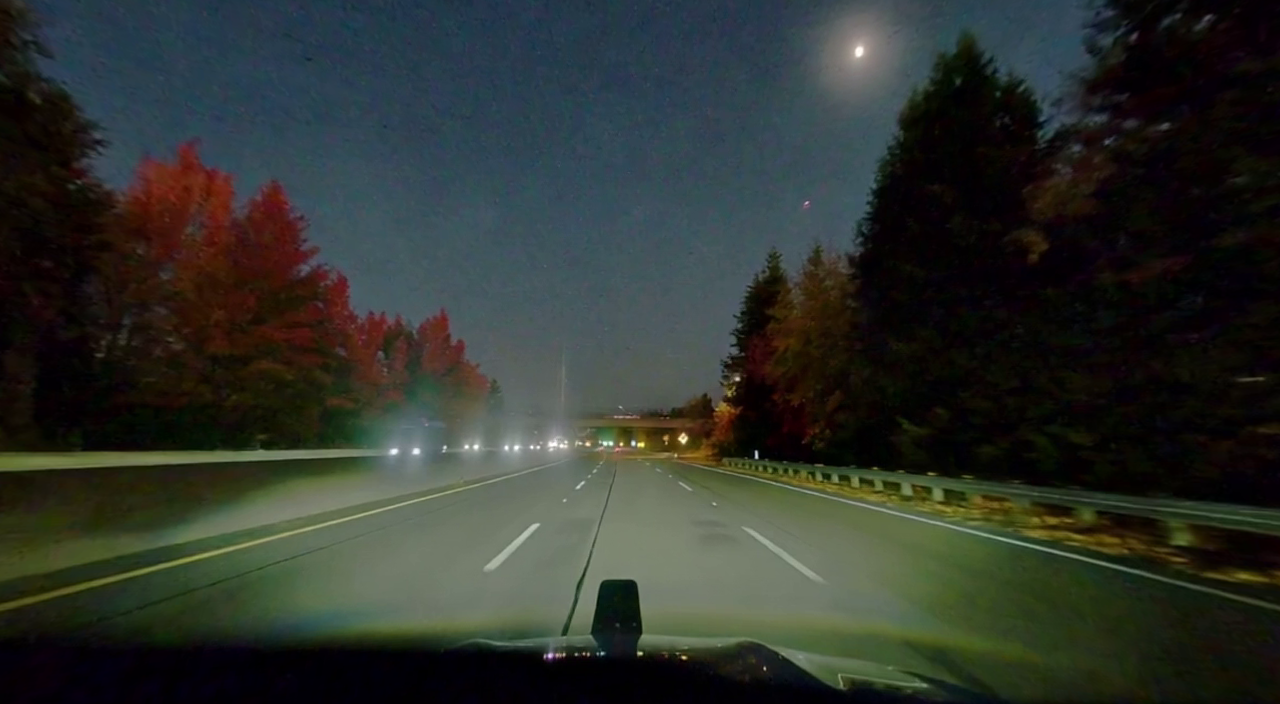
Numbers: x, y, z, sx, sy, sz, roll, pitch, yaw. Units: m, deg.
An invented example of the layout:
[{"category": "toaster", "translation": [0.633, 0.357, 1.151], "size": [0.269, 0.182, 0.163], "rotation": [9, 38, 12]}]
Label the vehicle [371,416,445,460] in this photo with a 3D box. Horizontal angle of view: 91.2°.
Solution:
[{"category": "vehicle", "translation": [-13.560, 5.153, 37.100], "size": [2.240, 2.358, 5.859], "rotation": [0, -9, -1]}]
